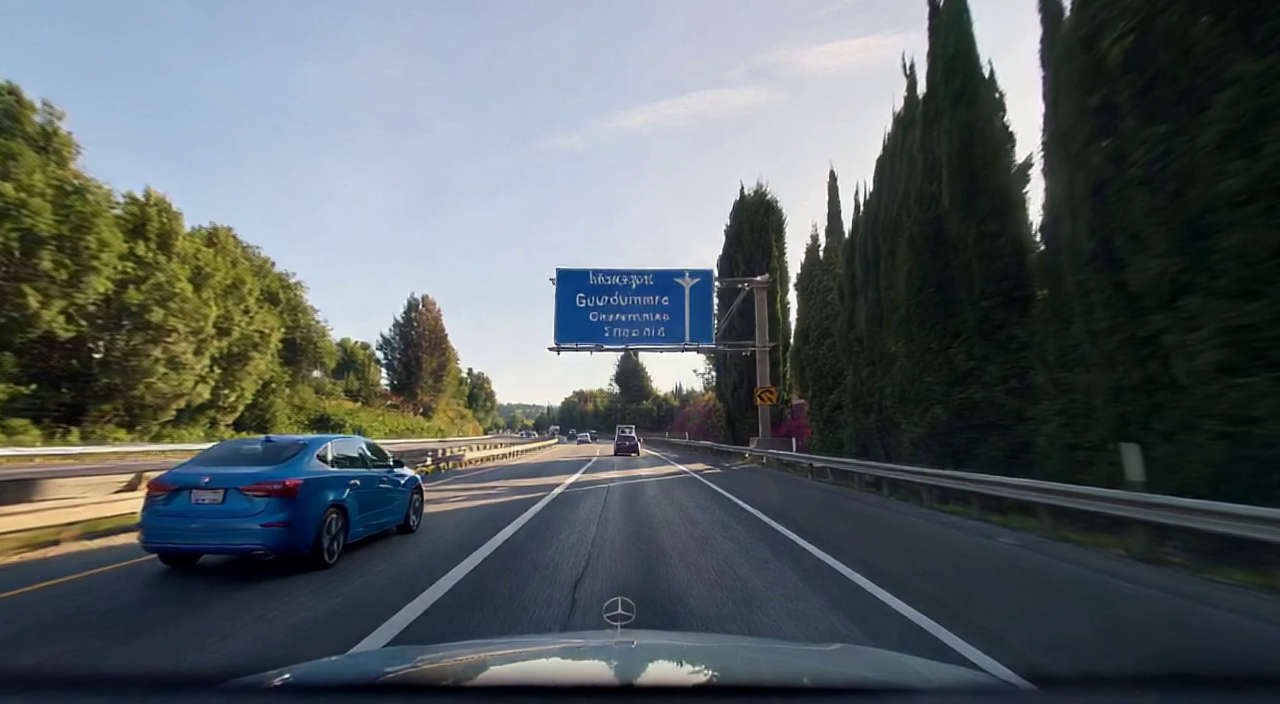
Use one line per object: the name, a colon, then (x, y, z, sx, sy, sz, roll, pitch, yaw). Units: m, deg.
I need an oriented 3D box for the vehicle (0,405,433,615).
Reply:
vehicle: (-3.917, 1.435, 6.776, 1.975, 1.518, 4.242, 0, -8, -1)

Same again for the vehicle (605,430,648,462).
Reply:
vehicle: (-0.742, 5.102, 34.521, 2.162, 1.616, 4.242, 0, -8, -1)
